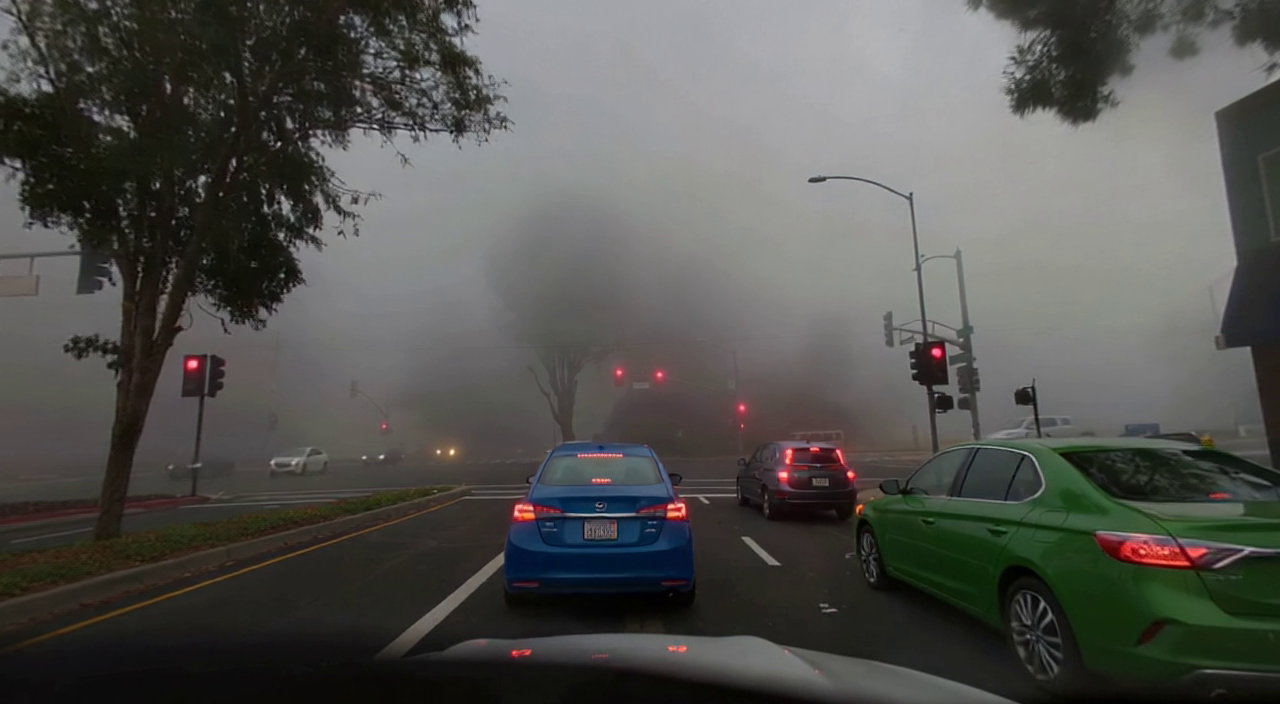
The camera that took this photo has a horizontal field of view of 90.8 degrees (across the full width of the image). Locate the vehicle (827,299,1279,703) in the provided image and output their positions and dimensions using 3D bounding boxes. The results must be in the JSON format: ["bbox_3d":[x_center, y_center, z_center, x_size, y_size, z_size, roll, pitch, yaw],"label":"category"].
[{"bbox_3d":[3.578,1.109,5.055,2.572,1.945,5.065,0,-8,0],"label":"vehicle"}]

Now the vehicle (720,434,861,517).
[{"bbox_3d":[3.153,2.676,14.308,2.026,1.549,4.559,0,-8,-1],"label":"vehicle"}]

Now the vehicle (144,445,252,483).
[{"bbox_3d":[-21.681,5.492,31.268,1.935,1.701,4.590,0,-8,0],"label":"vehicle"}]

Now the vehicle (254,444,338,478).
[{"bbox_3d":[-17.945,5.682,33.190,1.976,1.667,4.274,0,-8,0],"label":"vehicle"}]

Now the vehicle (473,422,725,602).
[{"bbox_3d":[-0.369,1.653,7.386,2.143,1.520,3.848,0,-8,-1],"label":"vehicle"}]

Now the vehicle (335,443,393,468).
[{"bbox_3d":[-21.242,7.981,48.875,2.233,1.782,4.862,0,-8,0],"label":"vehicle"}]

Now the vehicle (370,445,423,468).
[{"bbox_3d":[-18.105,7.767,47.190,2.130,1.550,4.618,0,-8,0],"label":"vehicle"}]
